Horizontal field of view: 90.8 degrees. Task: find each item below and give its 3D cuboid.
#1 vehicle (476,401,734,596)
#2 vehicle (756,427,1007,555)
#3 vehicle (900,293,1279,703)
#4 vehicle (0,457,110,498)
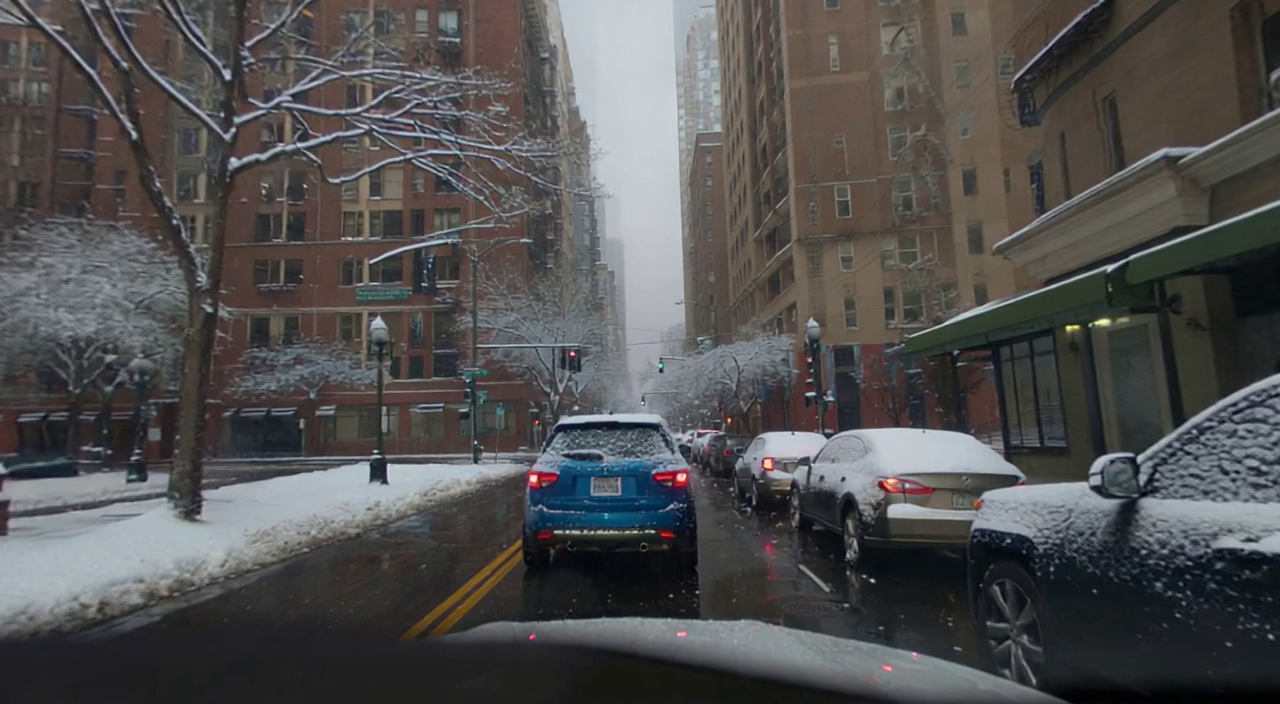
[{"bbox_3d":[-0.349,1.585,7.638,2.249,1.684,4.084,0,-9,-1],"label":"vehicle"},{"bbox_3d":[3.276,1.984,9.804,1.941,1.482,4.632,0,-9,-2],"label":"vehicle"},{"bbox_3d":[2.998,0.749,2.243,2.063,1.760,4.664,0,-9,-1],"label":"vehicle"},{"bbox_3d":[-24.948,5.153,26.295,1.960,1.459,4.699,0,-9,-5],"label":"vehicle"}]
